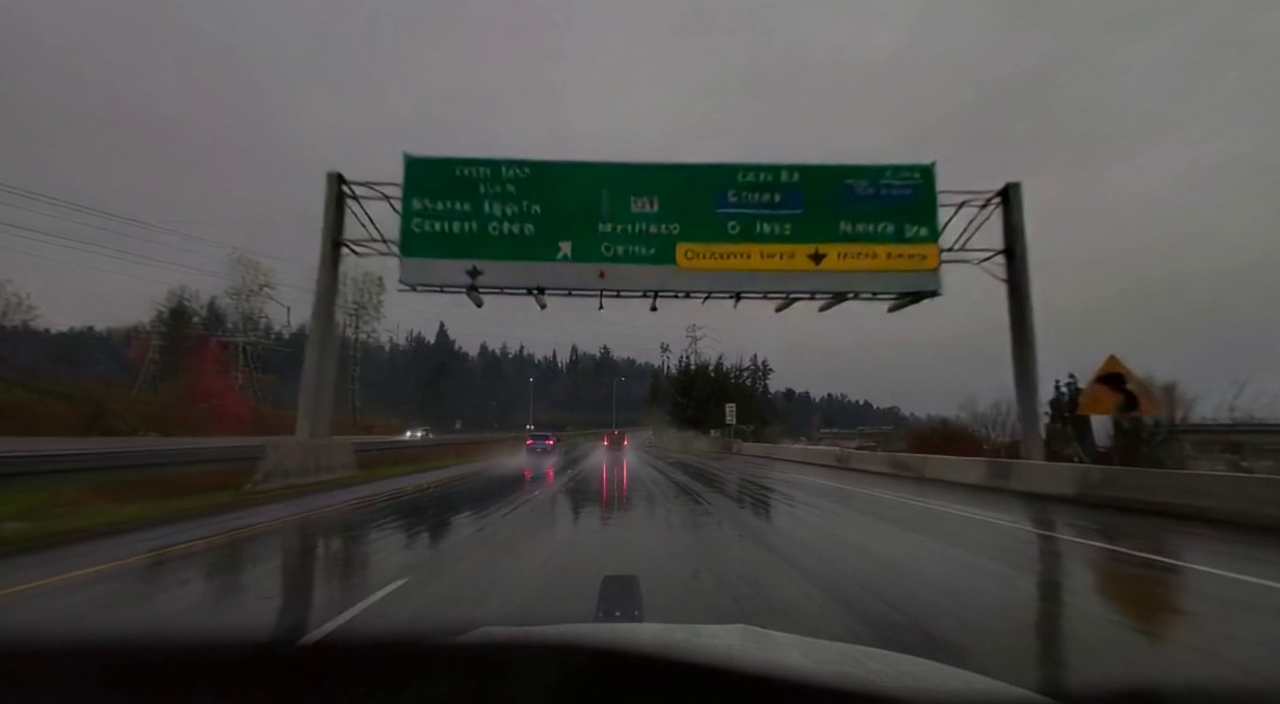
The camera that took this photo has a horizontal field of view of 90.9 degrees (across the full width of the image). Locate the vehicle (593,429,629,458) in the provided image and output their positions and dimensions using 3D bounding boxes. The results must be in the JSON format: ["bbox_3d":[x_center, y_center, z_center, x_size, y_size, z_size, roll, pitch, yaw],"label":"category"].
[{"bbox_3d":[-1.759,5.728,39.500,2.159,1.690,3.720,0,-7,-1],"label":"vehicle"}]

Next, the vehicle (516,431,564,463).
[{"bbox_3d":[-5.410,5.158,34.490,2.100,1.590,4.077,0,-7,-2],"label":"vehicle"}]
